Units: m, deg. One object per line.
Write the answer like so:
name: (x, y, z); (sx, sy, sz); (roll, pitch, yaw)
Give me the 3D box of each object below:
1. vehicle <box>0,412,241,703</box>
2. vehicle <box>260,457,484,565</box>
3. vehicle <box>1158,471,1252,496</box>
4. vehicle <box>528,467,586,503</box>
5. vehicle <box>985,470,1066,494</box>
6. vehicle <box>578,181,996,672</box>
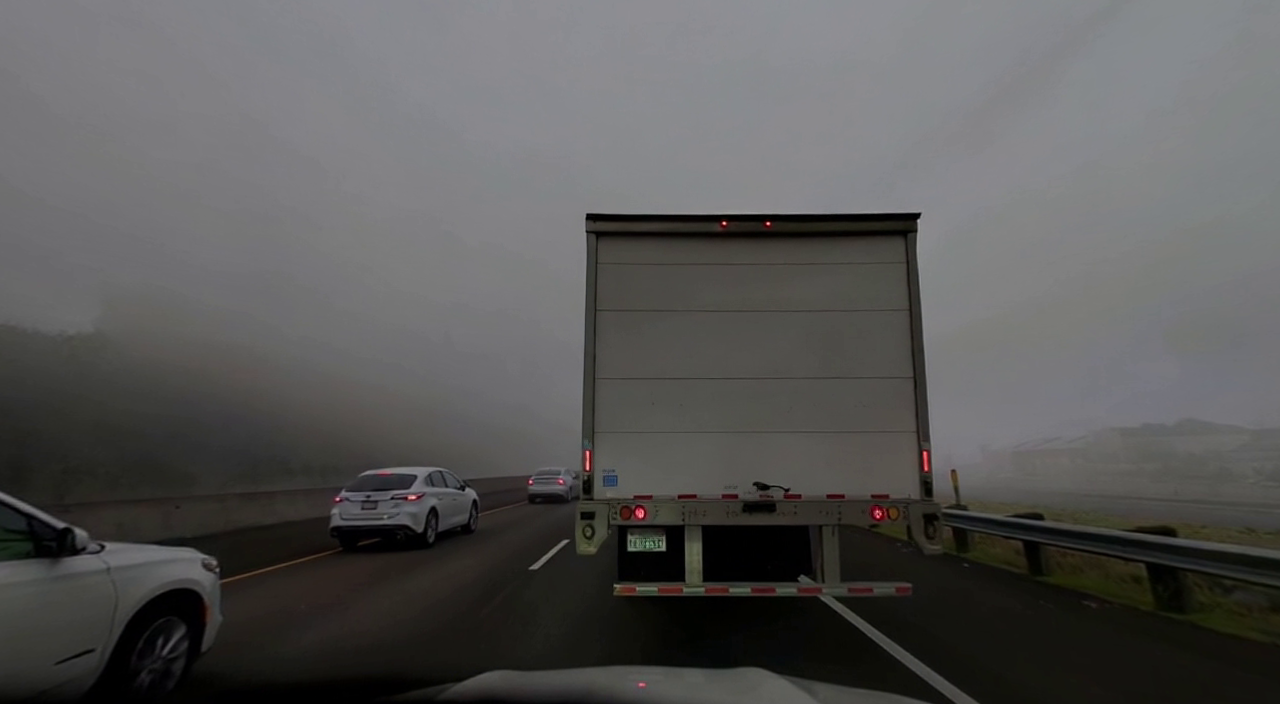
vehicle: (-3.467, 0.802, 1.423); (1.983, 1.509, 4.679); (0, -11, 1)
vehicle: (-4.292, 2.637, 11.060); (1.946, 1.469, 4.431); (1, -11, 0)
vehicle: (35.409, 8.233, 39.581); (3.974, 1.485, 1.709); (-1, -11, 8)
vehicle: (-3.678, 5.999, 28.711); (1.964, 1.482, 4.371); (0, -11, 1)
vehicle: (25.496, 8.623, 41.828); (4.299, 1.465, 1.807); (-4, -11, 23)
vehicle: (1.003, 1.213, 8.862); (2.831, 3.529, 8.689); (1, -11, 0)
